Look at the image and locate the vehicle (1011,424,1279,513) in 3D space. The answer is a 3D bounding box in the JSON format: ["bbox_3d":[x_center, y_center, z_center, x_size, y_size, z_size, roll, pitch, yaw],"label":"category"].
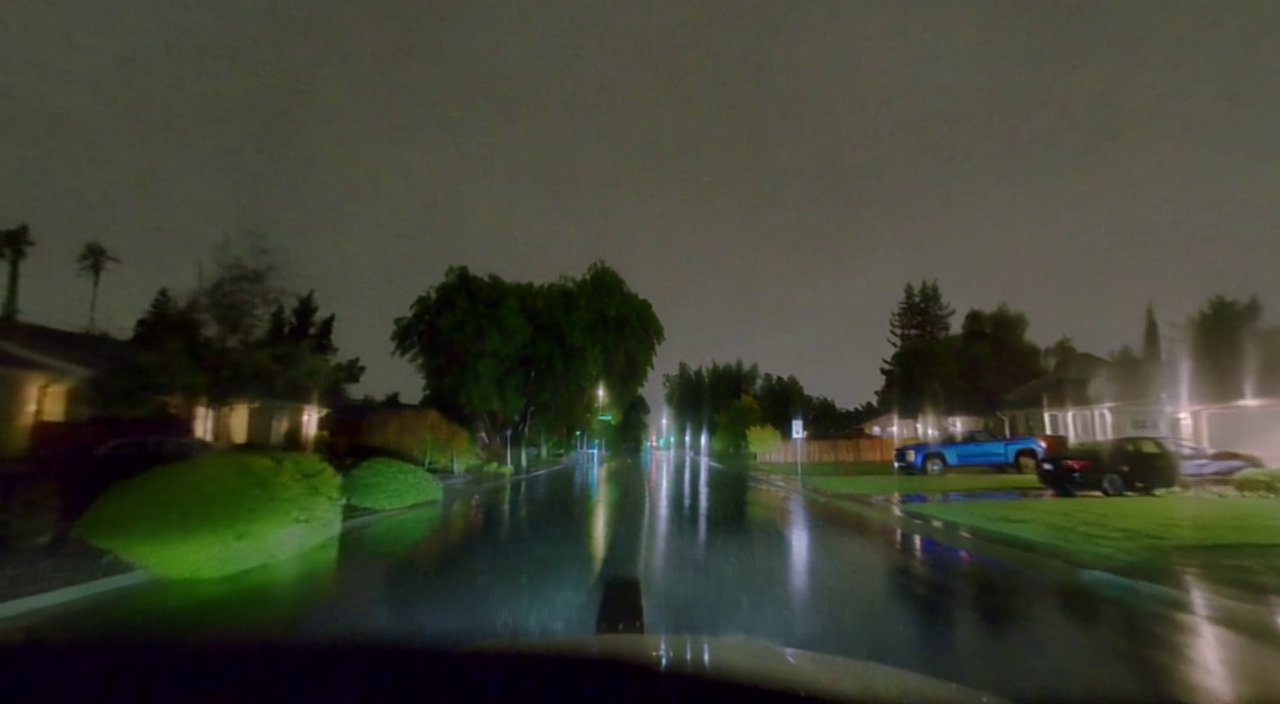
[{"bbox_3d":[10.954,2.449,13.483,4.710,1.512,1.894,-3,-9,1],"label":"vehicle"}]

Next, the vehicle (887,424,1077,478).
[{"bbox_3d":[12.429,3.646,23.217,5.637,1.890,2.171,0,-9,2],"label":"vehicle"}]
